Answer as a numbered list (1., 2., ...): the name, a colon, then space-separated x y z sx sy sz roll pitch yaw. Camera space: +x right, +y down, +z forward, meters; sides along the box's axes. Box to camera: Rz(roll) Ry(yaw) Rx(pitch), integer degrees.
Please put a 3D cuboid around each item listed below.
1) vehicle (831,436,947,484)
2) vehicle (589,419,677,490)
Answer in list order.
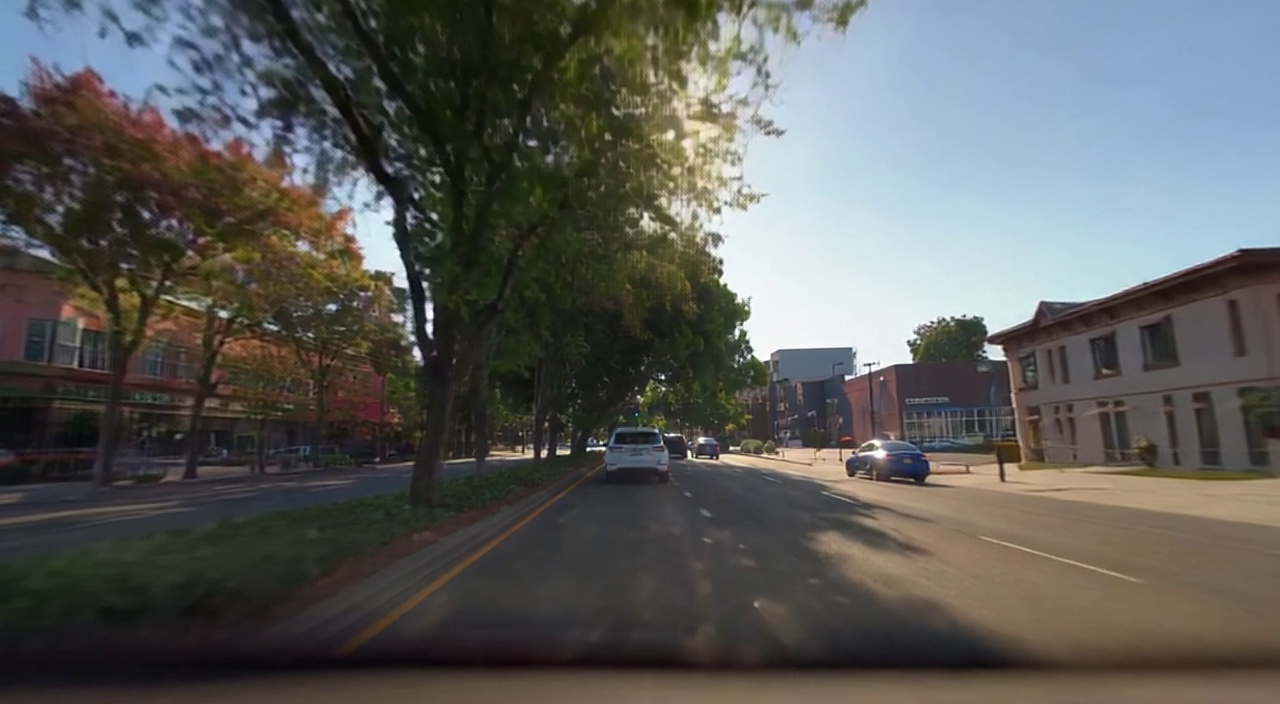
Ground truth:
1. vehicle: 8.257 3.618 21.468 2.002 1.456 4.631 0 -9 -1
2. vehicle: -0.212 2.967 18.492 2.277 1.816 4.192 0 -9 -1
